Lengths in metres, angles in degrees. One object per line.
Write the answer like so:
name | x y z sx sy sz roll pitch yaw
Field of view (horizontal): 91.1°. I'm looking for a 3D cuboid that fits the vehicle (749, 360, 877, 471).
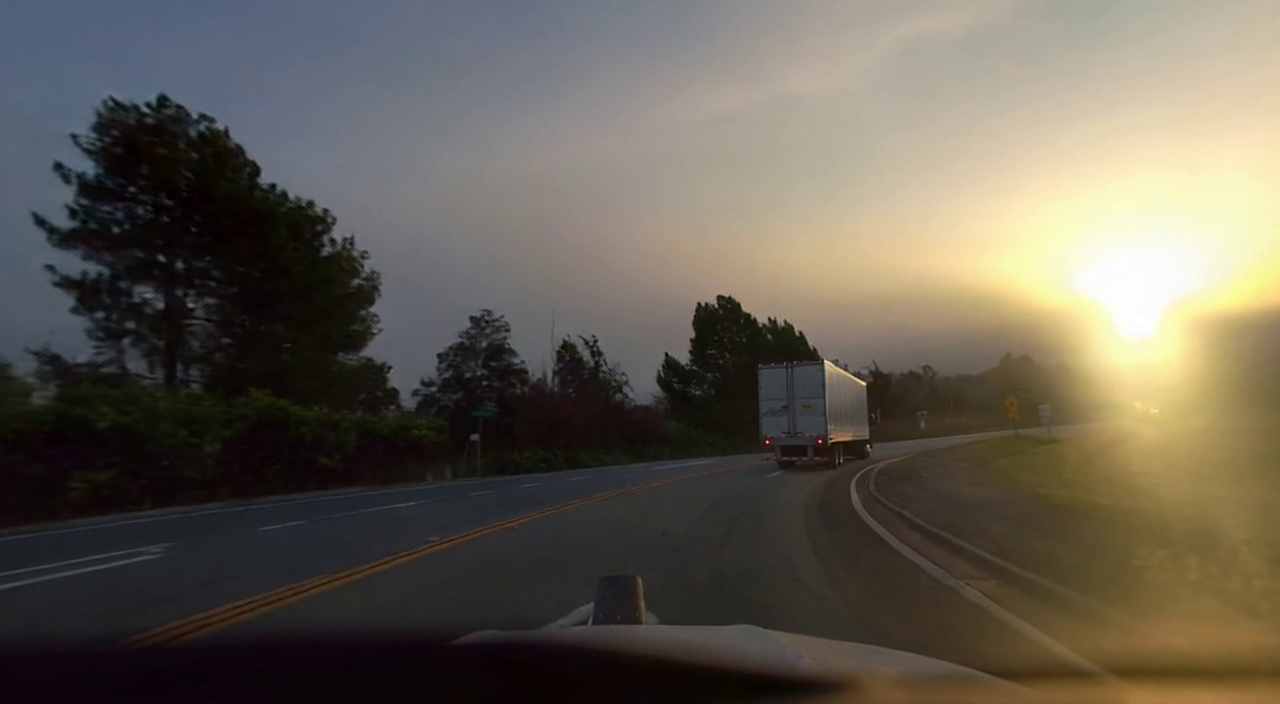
vehicle | 7.625 2.819 26.299 2.837 3.712 10.484 -4 -9 27
